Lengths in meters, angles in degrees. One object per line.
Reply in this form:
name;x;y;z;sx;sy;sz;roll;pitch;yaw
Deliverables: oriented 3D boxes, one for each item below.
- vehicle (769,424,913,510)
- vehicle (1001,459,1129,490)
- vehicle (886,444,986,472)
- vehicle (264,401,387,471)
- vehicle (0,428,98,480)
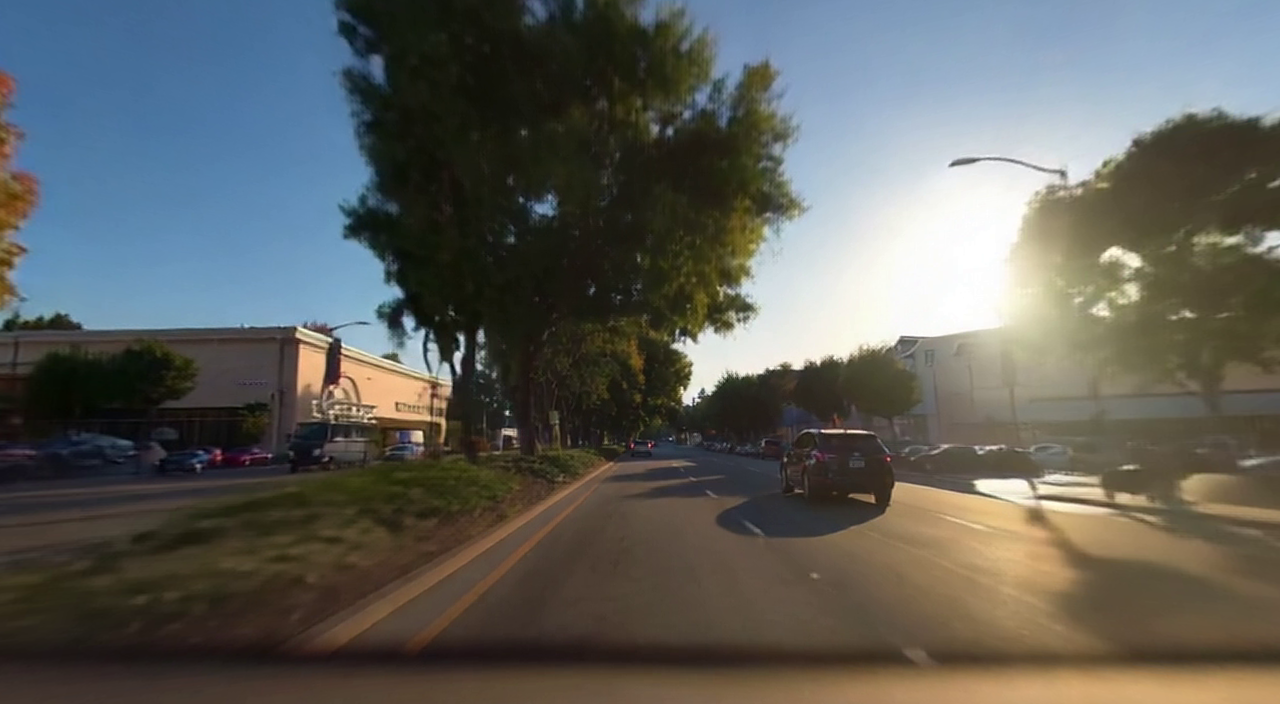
vehicle;4.351;2.545;14.362;2.072;1.669;3.836;0;-8;1
vehicle;20.261;5.831;30.200;4.671;1.349;1.976;0;-8;-1
vehicle;17.295;6.180;37.056;1.924;1.561;4.849;8;-11;-42
vehicle;-18.760;5.156;38.475;3.086;3.767;8.298;0;-8;0
vehicle;-26.231;4.292;26.262;5.253;1.972;2.217;-3;-9;1
